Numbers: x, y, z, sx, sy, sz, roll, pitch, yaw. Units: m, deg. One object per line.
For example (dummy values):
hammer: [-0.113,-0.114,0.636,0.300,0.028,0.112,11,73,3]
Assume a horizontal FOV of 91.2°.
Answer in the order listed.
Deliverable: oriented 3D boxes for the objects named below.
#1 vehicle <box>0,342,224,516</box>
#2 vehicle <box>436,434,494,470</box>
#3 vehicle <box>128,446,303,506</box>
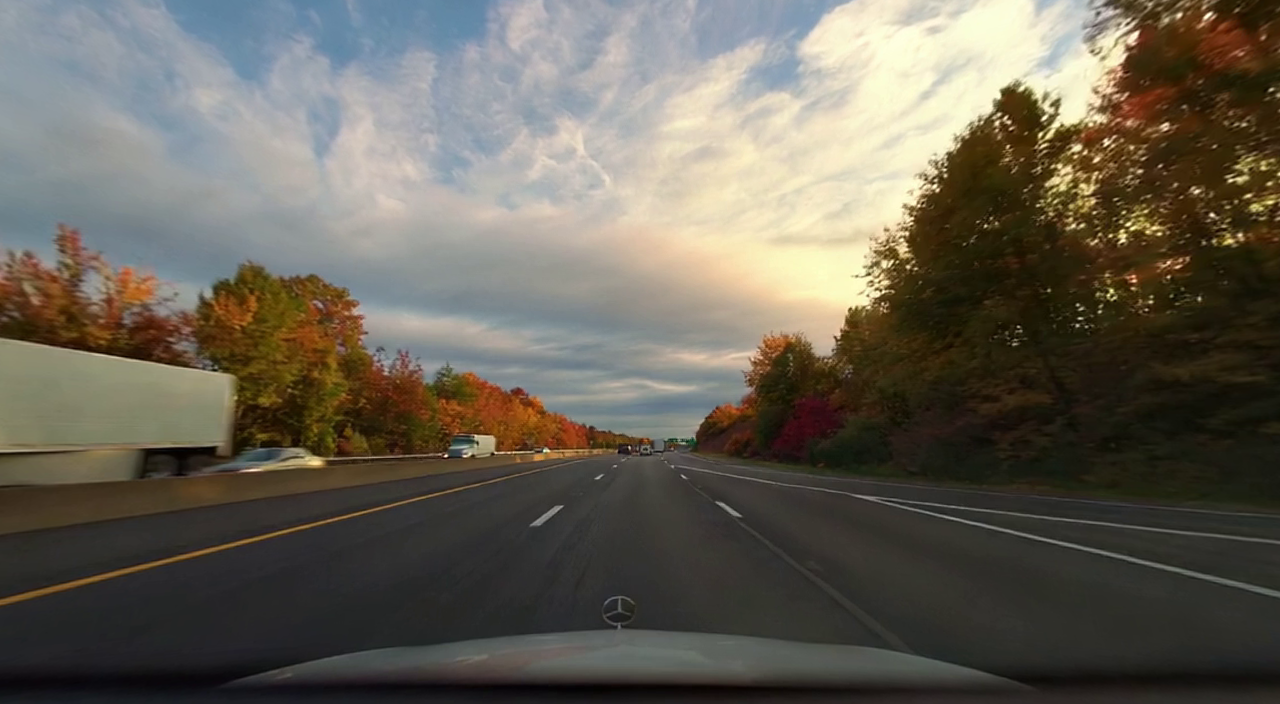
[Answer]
vehicle: [-16.929,1.721,14.129,3.358,4.099,17.383,0,-9,0]
vehicle: [-11.905,6.840,43.080,2.347,2.274,5.425,-1,-9,1]
vehicle: [-12.426,3.625,18.833,1.942,1.554,4.696,0,-9,0]
